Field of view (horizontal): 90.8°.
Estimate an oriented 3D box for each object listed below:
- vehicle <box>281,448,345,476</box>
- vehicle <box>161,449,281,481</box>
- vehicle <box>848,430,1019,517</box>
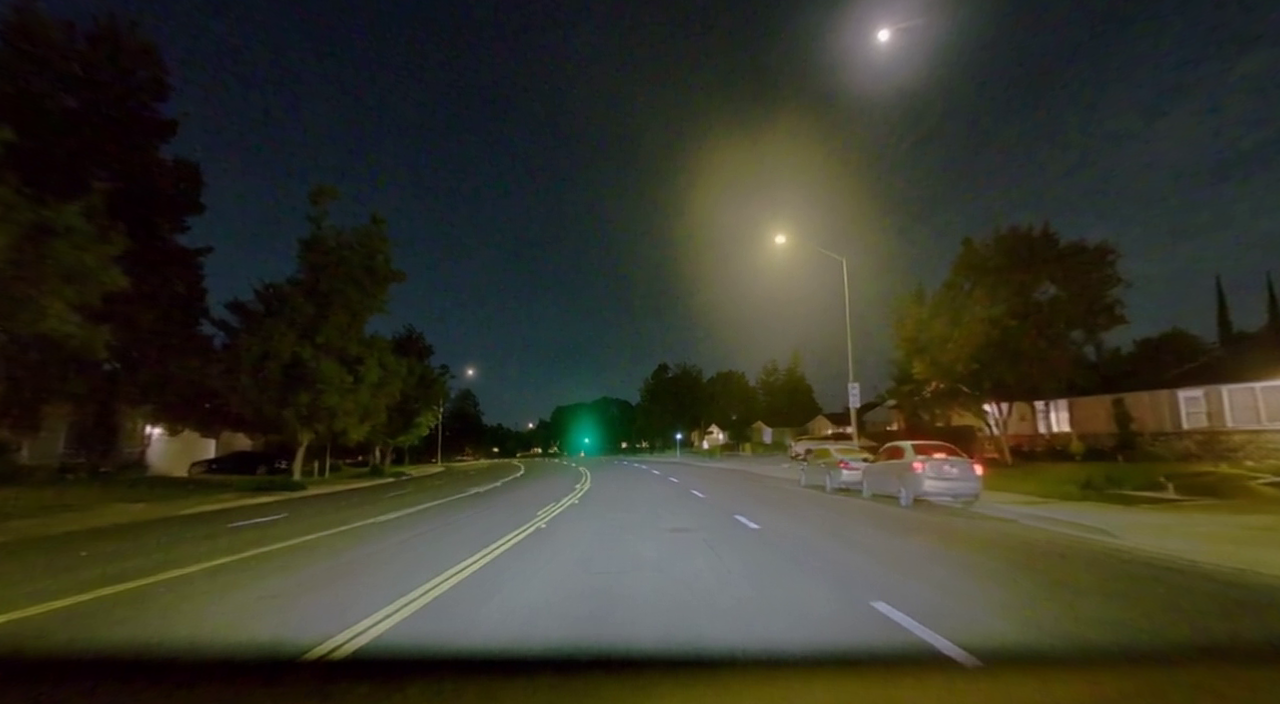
[{"bbox_3d":[-18.810,6.313,36.598,1.998,1.492,4.660,1,-9,-11],"label":"vehicle"},{"bbox_3d":[-20.159,5.430,30.540,4.367,1.466,1.980,0,-8,-2],"label":"vehicle"},{"bbox_3d":[6.763,2.823,15.255,1.996,1.745,4.556,0,-8,1],"label":"vehicle"}]
